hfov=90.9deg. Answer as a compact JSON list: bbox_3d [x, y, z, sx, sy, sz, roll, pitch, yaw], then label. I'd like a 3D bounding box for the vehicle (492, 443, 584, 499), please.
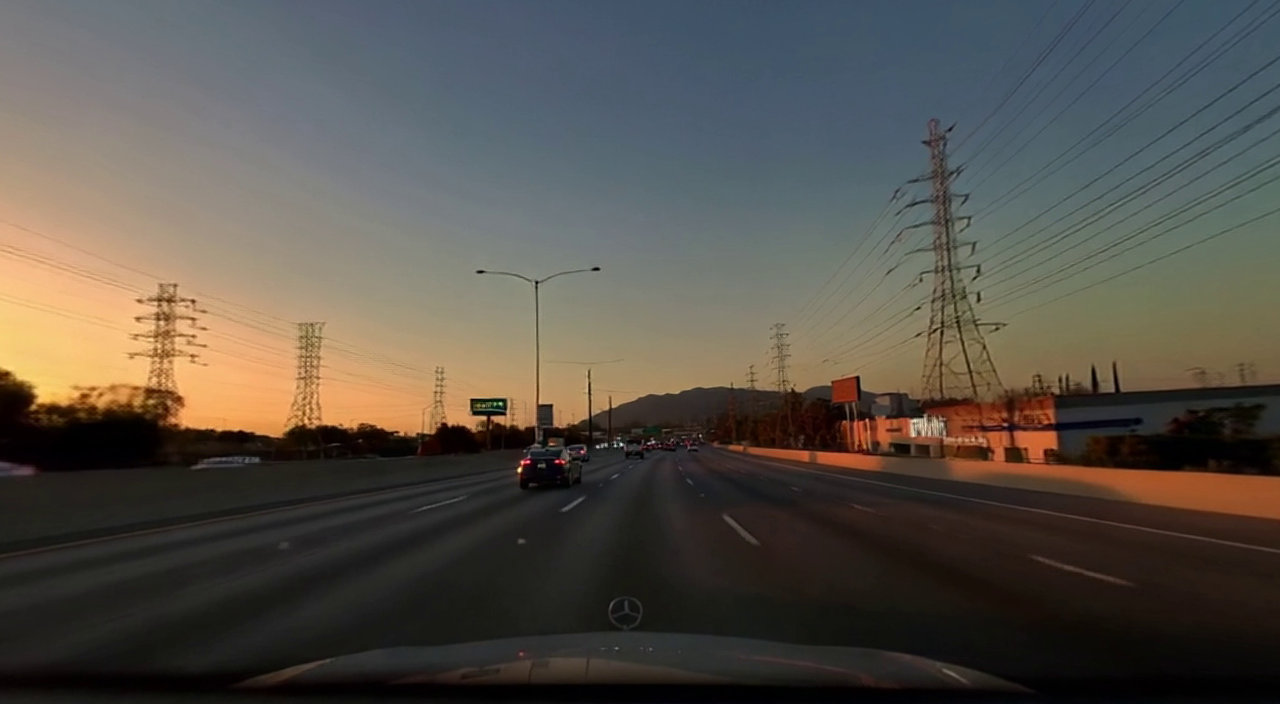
[{"bbox_3d":[-2.833,3.402,18.437,1.891,1.444,3.968,0,-9,2],"label":"vehicle"}]

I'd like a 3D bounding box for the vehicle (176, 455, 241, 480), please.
[{"bbox_3d":[-26.119,6.967,38.290,1.488,1.366,3.338,-1,-8,1],"label":"vehicle"}]
